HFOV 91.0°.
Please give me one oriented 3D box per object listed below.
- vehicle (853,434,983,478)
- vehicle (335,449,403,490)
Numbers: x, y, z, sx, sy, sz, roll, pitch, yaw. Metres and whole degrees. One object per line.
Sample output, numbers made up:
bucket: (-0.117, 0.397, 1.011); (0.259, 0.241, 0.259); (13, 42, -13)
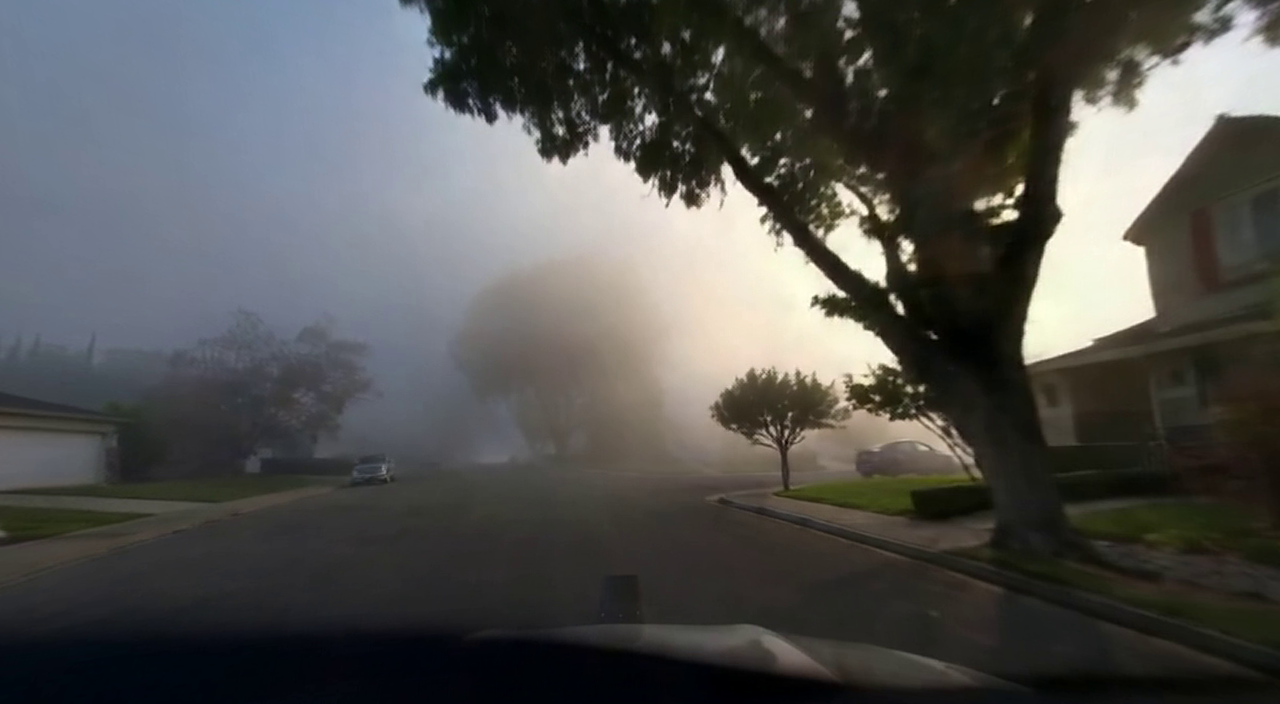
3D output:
vehicle: (12.221, 4.539, 27.743); (4.933, 1.817, 2.014); (2, -8, -15)
vehicle: (-11.674, 5.061, 27.408); (1.938, 1.499, 4.290); (-1, -9, -13)
